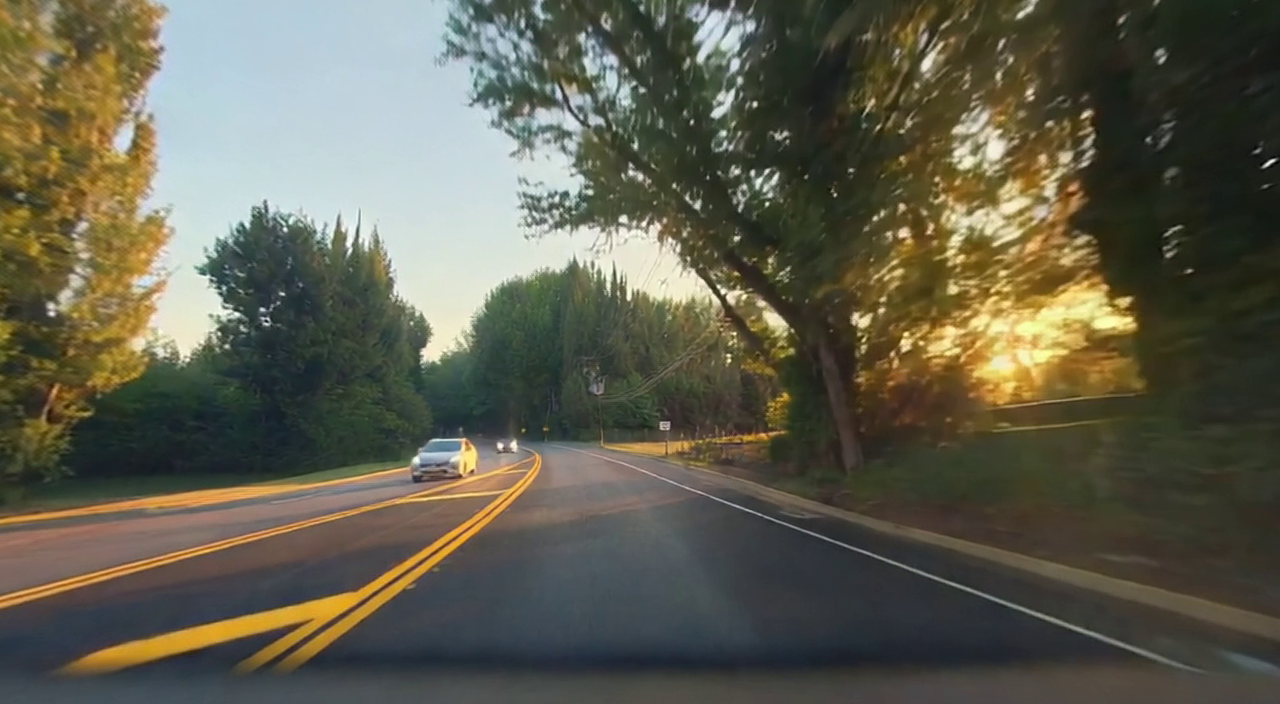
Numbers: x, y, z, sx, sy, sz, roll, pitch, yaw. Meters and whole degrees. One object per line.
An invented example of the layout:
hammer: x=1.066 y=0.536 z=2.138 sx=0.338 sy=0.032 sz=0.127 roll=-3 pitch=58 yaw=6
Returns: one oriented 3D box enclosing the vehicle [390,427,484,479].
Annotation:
vehicle: x=-8.354 y=4.217 z=26.711 sx=2.397 sy=1.932 sz=5.703 roll=1 pitch=-8 yaw=-4
